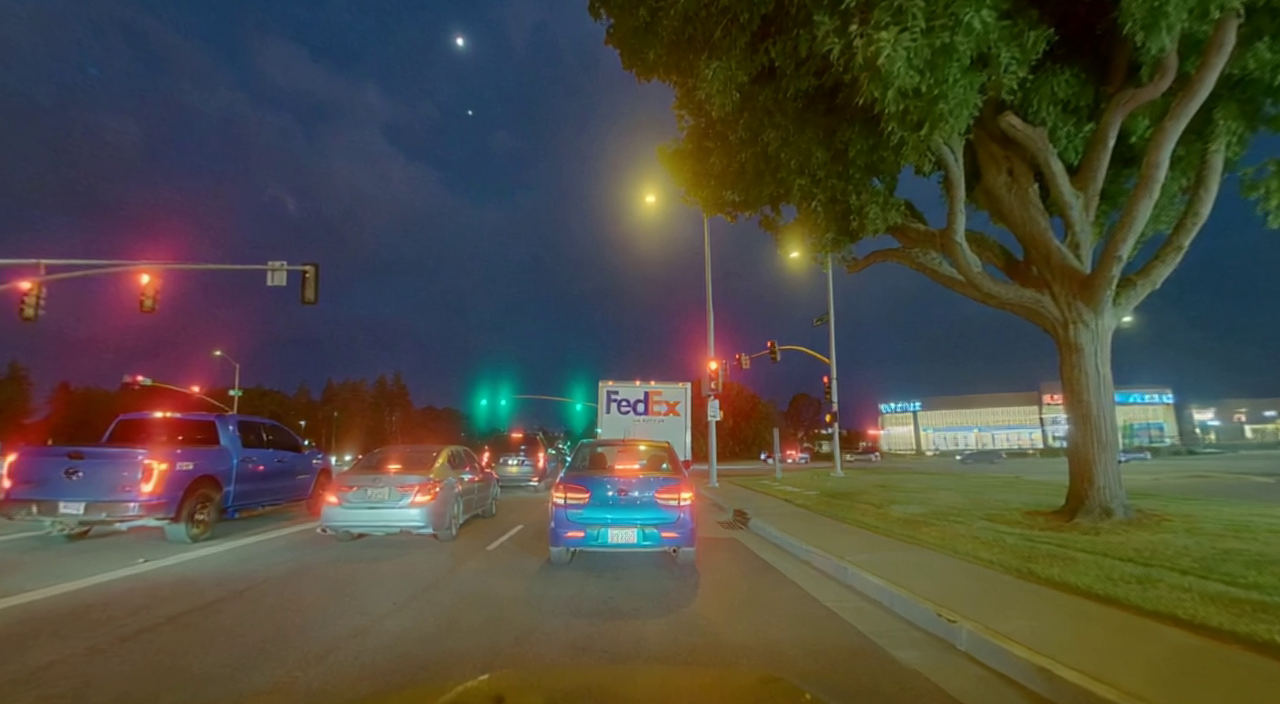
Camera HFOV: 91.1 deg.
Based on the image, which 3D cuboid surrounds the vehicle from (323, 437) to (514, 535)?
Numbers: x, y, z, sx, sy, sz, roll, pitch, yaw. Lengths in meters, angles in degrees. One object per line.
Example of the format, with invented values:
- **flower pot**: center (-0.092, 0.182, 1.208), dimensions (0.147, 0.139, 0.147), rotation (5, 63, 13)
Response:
- **vehicle**: center (-3.873, 2.401, 11.940), dimensions (1.949, 1.487, 4.390), rotation (0, -9, 1)

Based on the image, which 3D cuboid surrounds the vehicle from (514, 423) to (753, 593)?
- **vehicle**: center (-0.048, 1.732, 7.859), dimensions (2.145, 1.513, 4.269), rotation (0, -9, 0)

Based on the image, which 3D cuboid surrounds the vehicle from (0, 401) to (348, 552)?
- **vehicle**: center (-7.294, 1.981, 10.737), dimensions (2.125, 1.893, 5.498), rotation (0, -9, -2)

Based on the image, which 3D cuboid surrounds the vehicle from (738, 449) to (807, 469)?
- **vehicle**: center (10.247, 8.290, 48.657), dimensions (4.841, 1.494, 1.829), rotation (1, -9, -5)
